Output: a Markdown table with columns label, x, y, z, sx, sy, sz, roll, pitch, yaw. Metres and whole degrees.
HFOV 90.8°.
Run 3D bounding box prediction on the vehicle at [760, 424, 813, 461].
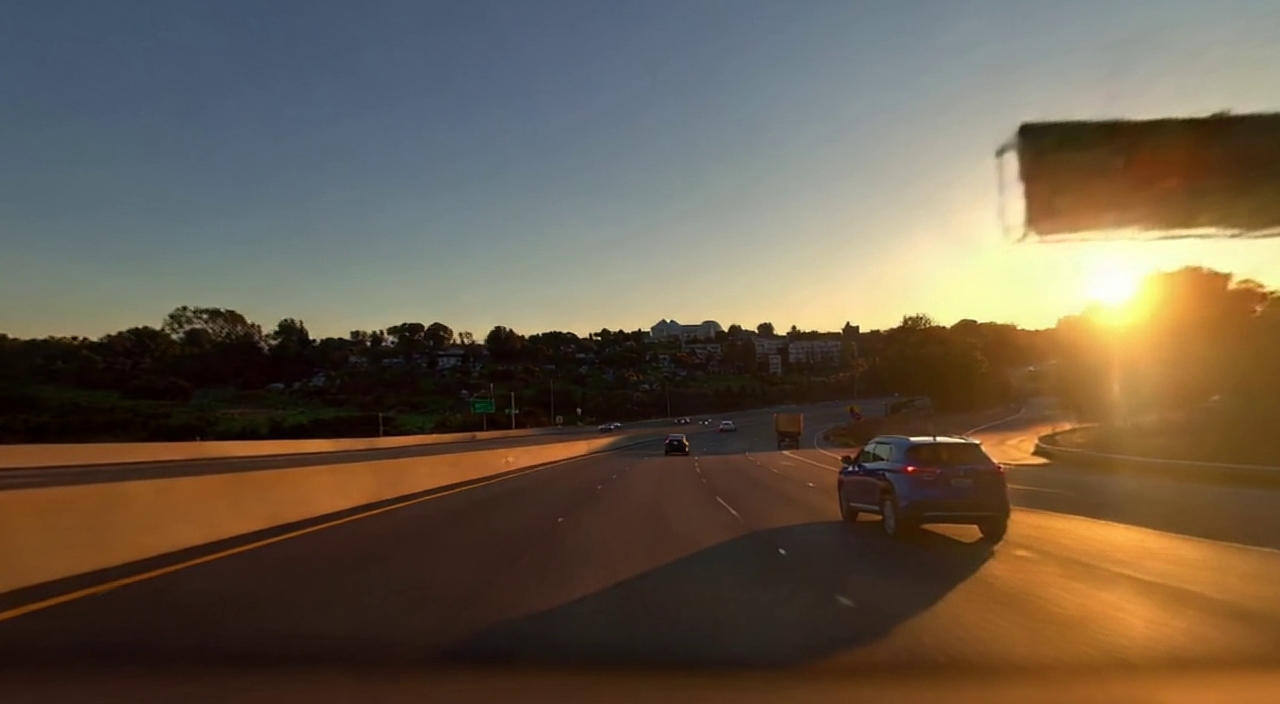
| label | x | y | z | sx | sy | sz | roll | pitch | yaw |
| --- | --- | --- | --- | --- | --- | --- | --- | --- | --- |
| vehicle | 9.443 | 5.920 | 41.213 | 2.526 | 2.230 | 6.190 | -1 | -8 | 5 |

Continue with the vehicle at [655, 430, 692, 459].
| label | x | y | z | sx | sy | sz | roll | pitch | yaw |
| --- | --- | --- | --- | --- | --- | --- | --- | --- | --- |
| vehicle | 2.288 | 6.132 | 41.778 | 2.181 | 1.768 | 4.383 | -1 | -8 | 7 |

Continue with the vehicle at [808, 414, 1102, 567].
| label | x | y | z | sx | sy | sz | roll | pitch | yaw |
| --- | --- | --- | --- | --- | --- | --- | --- | --- | --- |
| vehicle | 4.039 | 1.837 | 9.160 | 2.097 | 1.659 | 4.320 | 0 | -8 | 2 |
